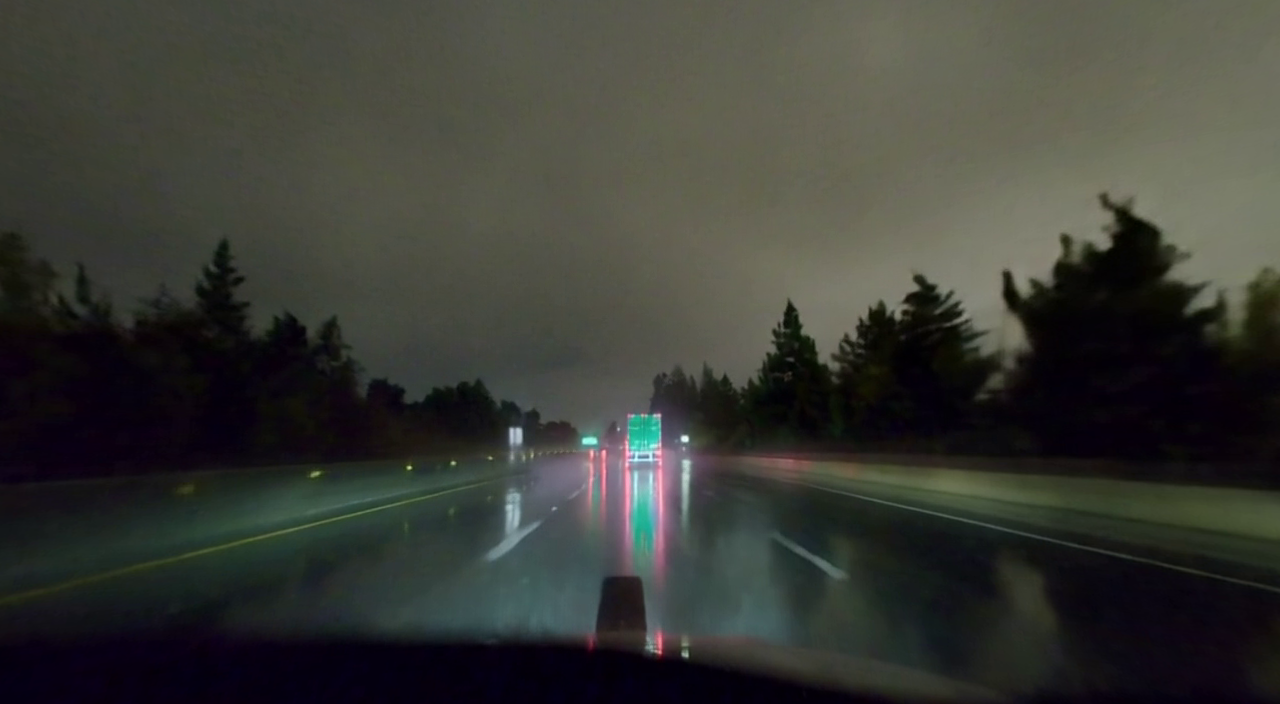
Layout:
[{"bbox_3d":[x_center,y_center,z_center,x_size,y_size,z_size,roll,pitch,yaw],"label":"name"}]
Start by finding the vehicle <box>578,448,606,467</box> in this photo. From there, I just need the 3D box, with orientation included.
[{"bbox_3d":[-3.666,8.169,49.035,1.955,1.438,4.100,0,-9,-1],"label":"vehicle"}]
